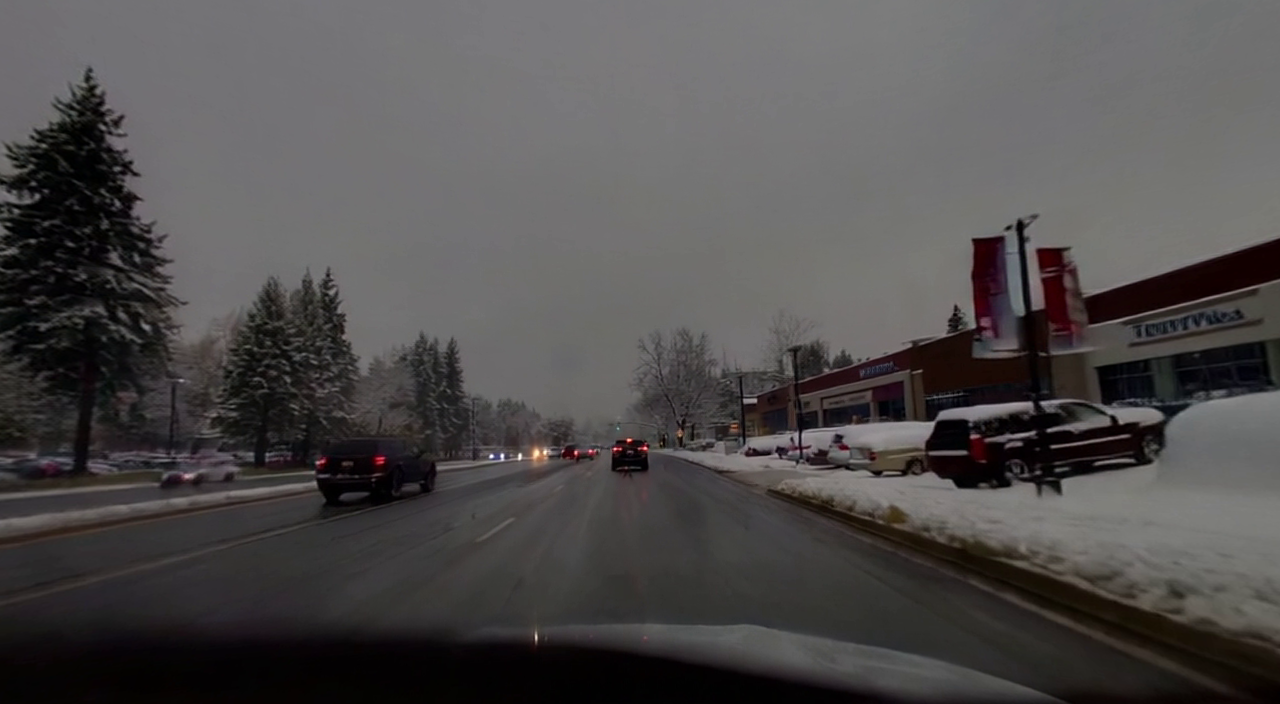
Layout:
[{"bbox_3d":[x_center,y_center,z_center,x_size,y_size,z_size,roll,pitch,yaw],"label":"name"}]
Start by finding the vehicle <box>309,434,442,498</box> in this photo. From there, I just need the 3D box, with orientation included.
[{"bbox_3d":[-7.714,3.360,19.039,2.038,1.649,4.665,0,-8,-1],"label":"vehicle"}]

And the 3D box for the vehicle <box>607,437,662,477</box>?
[{"bbox_3d":[-0.255,4.205,25.509,2.061,1.469,3.954,0,-8,-2],"label":"vehicle"}]

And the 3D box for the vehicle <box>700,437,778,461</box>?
[{"bbox_3d":[6.416,6.336,41.191,4.619,1.523,1.873,1,-8,-7],"label":"vehicle"}]

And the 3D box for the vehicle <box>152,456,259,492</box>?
[{"bbox_3d":[-20.256,5.677,29.701,1.963,1.456,4.339,0,-9,0],"label":"vehicle"}]

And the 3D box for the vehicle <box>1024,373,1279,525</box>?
[{"bbox_3d":[8.918,1.179,8.786,5.463,1.722,2.341,-7,-9,13],"label":"vehicle"}]
